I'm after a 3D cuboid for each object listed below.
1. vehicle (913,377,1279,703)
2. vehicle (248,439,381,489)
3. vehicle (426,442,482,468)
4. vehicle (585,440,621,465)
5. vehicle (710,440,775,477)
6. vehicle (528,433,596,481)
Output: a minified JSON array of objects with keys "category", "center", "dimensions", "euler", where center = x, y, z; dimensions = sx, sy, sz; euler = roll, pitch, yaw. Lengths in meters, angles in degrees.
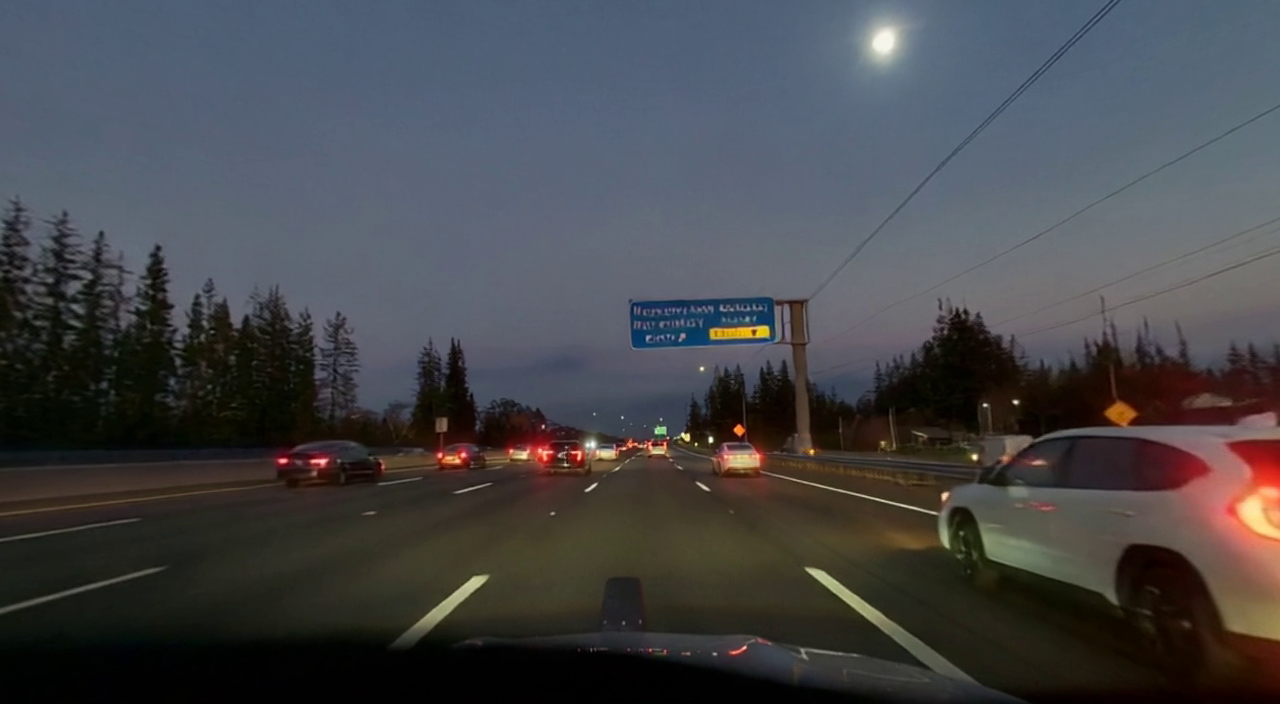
[{"category":"vehicle","center":[3.784,1.106,4.111],"dimensions":[2.036,1.580,4.360],"euler":[0,-8,0]},{"category":"vehicle","center":[-10.654,3.687,21.131],"dimensions":[1.926,1.479,4.688],"euler":[0,-8,1]},{"category":"vehicle","center":[-10.949,6.084,37.446],"dimensions":[1.877,1.458,4.543],"euler":[0,-8,1]},{"category":"vehicle","center":[-2.520,7.028,44.388],"dimensions":[2.133,1.668,4.505],"euler":[0,-8,2]},{"category":"vehicle","center":[4.405,4.643,27.761],"dimensions":[2.022,1.472,4.678],"euler":[0,-8,-1]},{"category":"vehicle","center":[-3.099,4.272,26.027],"dimensions":[2.133,1.775,4.530],"euler":[0,-8,1]}]
